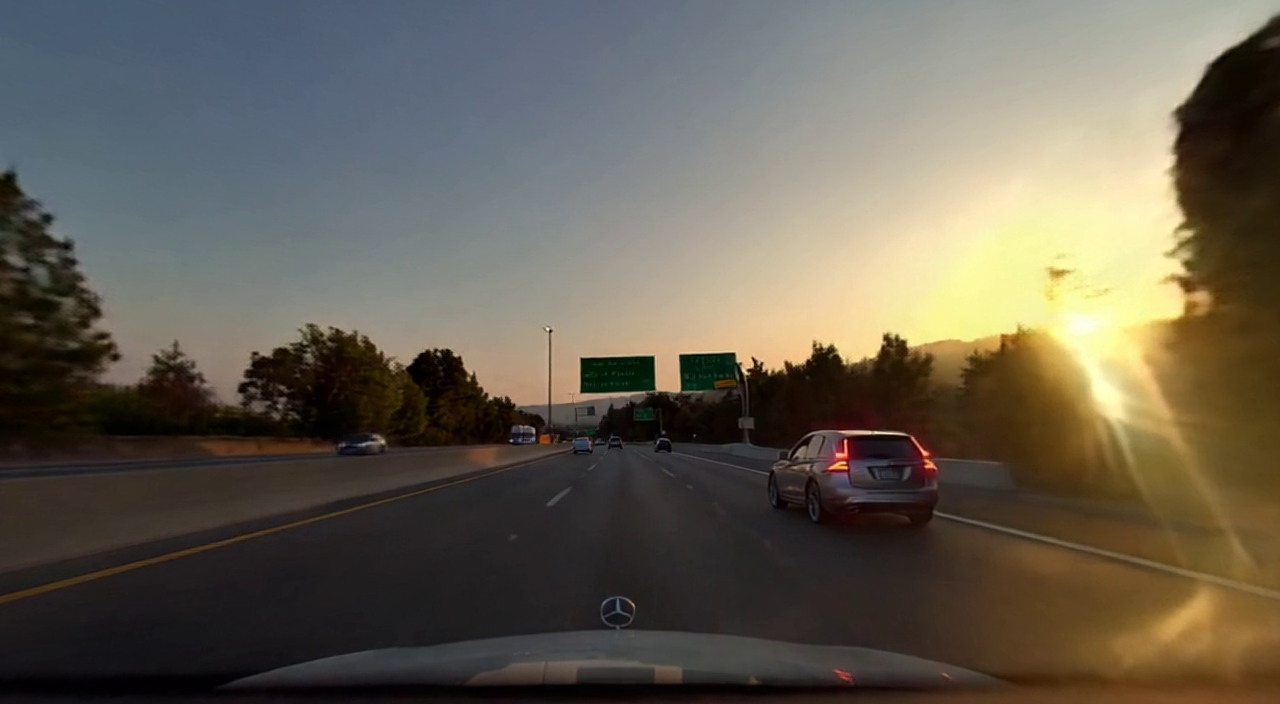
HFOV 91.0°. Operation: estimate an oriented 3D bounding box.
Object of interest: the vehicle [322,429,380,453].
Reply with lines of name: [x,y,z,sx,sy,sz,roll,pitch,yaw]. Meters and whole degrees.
vehicle: [-20.164,6.240,44.133,1.930,1.583,4.681,0,-8,-1]
